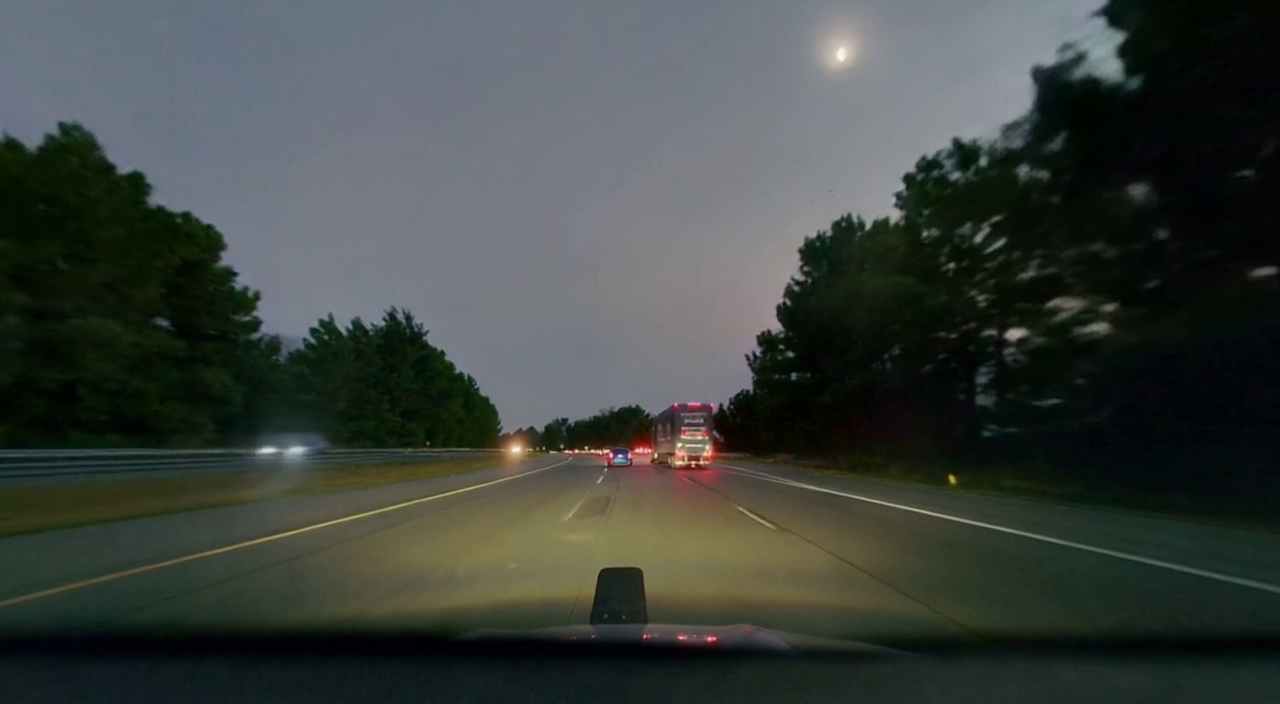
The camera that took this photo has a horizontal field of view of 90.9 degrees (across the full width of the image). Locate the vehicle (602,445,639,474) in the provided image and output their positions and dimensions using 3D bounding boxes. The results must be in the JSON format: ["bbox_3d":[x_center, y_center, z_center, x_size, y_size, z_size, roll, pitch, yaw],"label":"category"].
[{"bbox_3d":[-1.090,5.858,34.456,1.913,1.460,3.610,1,-9,-2],"label":"vehicle"}]

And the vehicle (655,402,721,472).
[{"bbox_3d":[2.961,6.070,43.908,2.951,4.012,14.203,1,-9,-2],"label":"vehicle"}]

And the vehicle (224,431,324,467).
[{"bbox_3d":[-16.458,4.406,28.669,1.834,1.491,4.562,0,-9,-1],"label":"vehicle"}]
